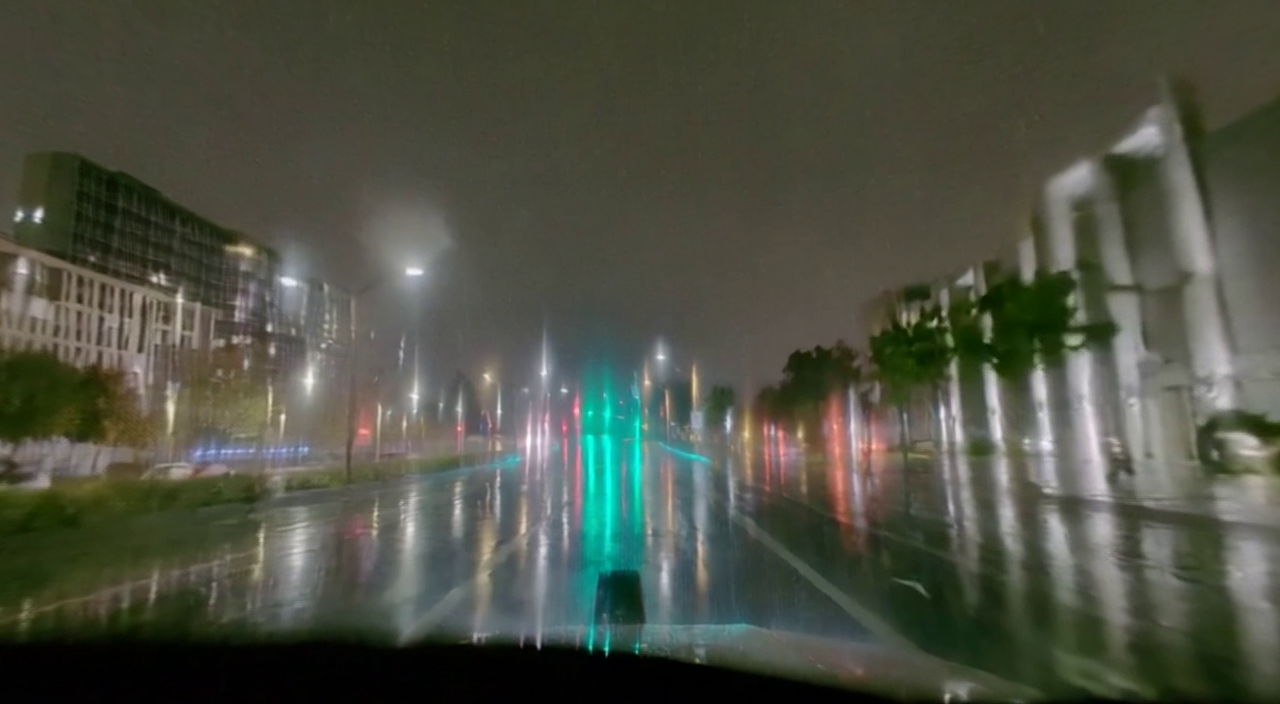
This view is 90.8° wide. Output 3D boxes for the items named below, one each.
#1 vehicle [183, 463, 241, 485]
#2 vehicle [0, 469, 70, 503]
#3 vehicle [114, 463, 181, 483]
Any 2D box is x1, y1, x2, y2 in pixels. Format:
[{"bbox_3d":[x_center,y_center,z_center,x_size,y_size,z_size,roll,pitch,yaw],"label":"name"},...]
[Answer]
[{"bbox_3d":[-33.053,9.439,48.941,1.743,1.435,4.183,-3,-9,-2],"label":"vehicle"},{"bbox_3d":[-32.940,6.981,33.066,2.020,1.552,4.568,0,-8,-2],"label":"vehicle"},{"bbox_3d":[-38.584,9.474,49.564,3.676,1.439,2.028,4,-9,-24],"label":"vehicle"}]
